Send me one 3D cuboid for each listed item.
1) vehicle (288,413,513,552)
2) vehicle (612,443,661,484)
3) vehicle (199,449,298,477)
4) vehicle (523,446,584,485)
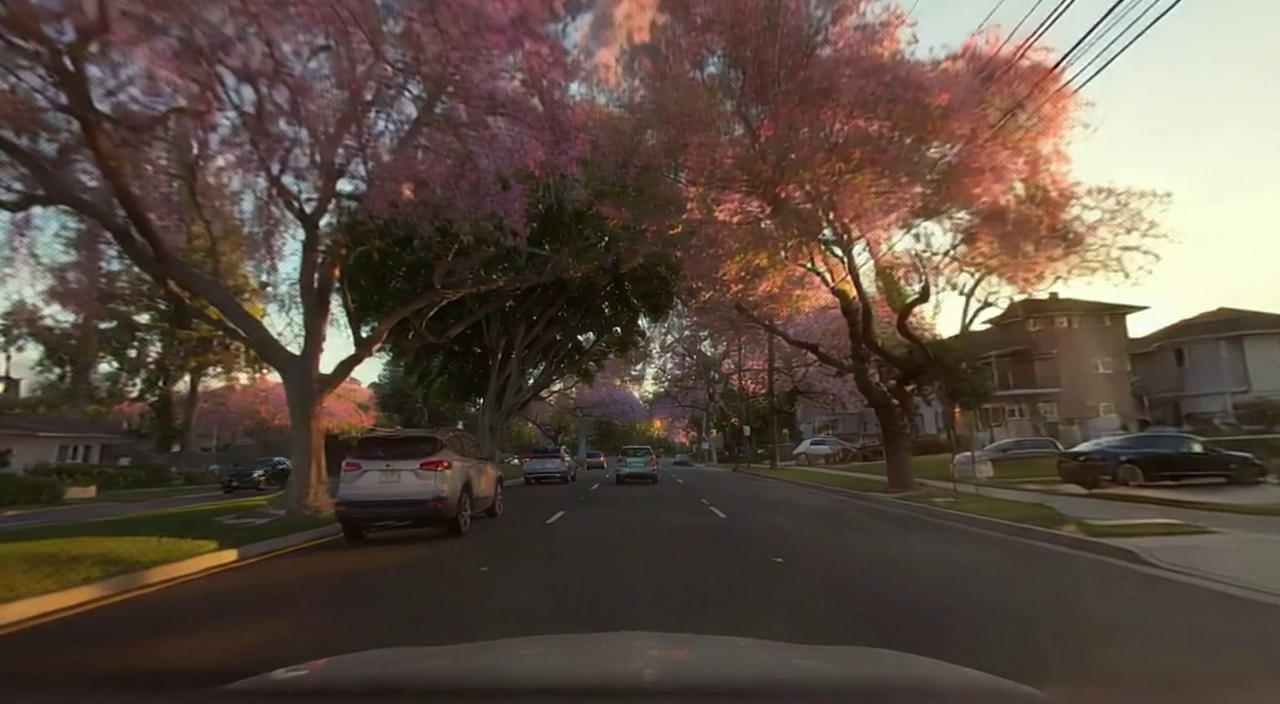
[{"bbox_3d":[-3.824,2.172,11.269,2.161,1.919,4.798,0,-8,-1],"label":"vehicle"},{"bbox_3d":[-0.144,4.848,27.789,1.997,1.636,3.760,0,-8,0],"label":"vehicle"},{"bbox_3d":[-28.539,8.093,46.290,5.692,1.926,2.274,3,-9,-18],"label":"vehicle"},{"bbox_3d":[-3.727,4.969,27.936,2.066,1.565,3.905,0,-8,1],"label":"vehicle"}]
